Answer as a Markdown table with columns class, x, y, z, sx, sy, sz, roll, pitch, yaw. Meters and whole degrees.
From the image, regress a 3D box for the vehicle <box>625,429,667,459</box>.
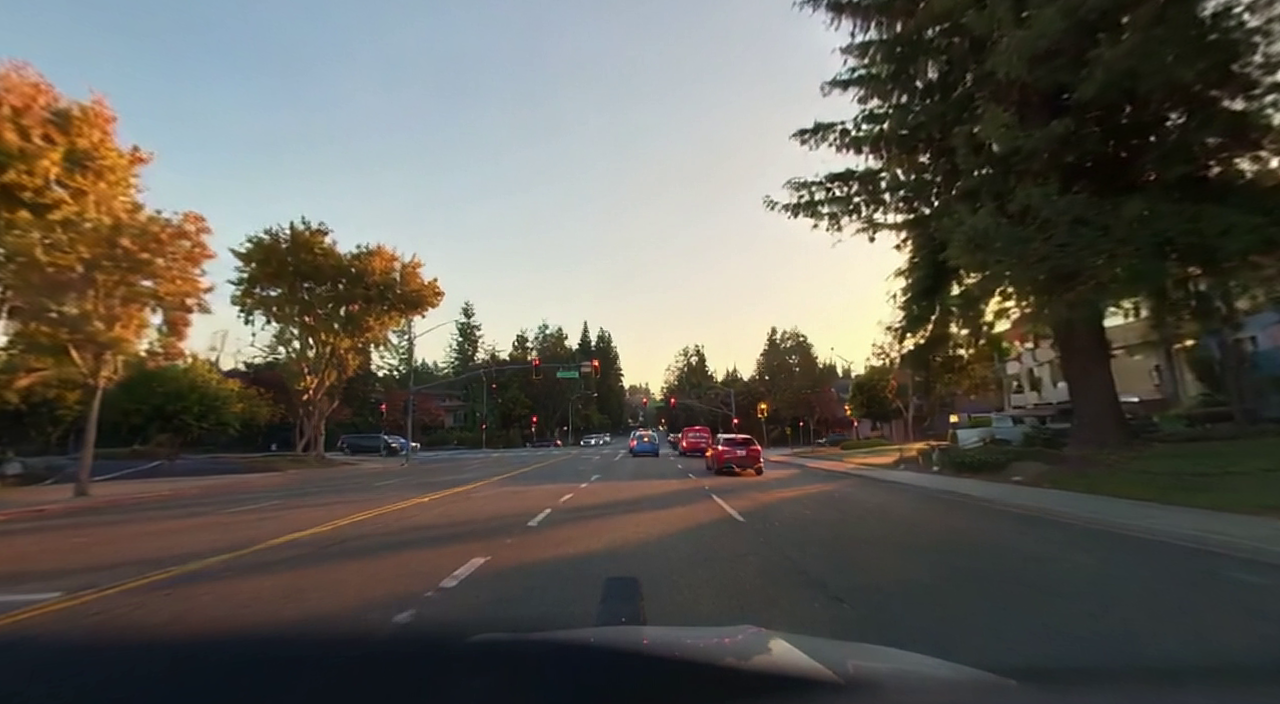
| class | x | y | z | sx | sy | sz | roll | pitch | yaw |
| --- | --- | --- | --- | --- | --- | --- | --- | --- | --- |
| vehicle | 0.366 | 5.440 | 37.052 | 2.321 | 1.624 | 4.367 | 0 | -8 | 1 |

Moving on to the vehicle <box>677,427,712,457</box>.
| class | x | y | z | sx | sy | sz | roll | pitch | yaw |
| --- | --- | --- | --- | --- | --- | --- | --- | --- | --- |
| vehicle | 3.623 | 6.102 | 42.623 | 2.059 | 1.924 | 4.257 | 0 | -8 | 0 |

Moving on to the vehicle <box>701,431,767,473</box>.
| class | x | y | z | sx | sy | sz | roll | pitch | yaw |
| --- | --- | --- | --- | --- | --- | --- | --- | --- | --- |
| vehicle | 3.683 | 4.012 | 25.326 | 1.934 | 1.506 | 4.544 | 0 | -8 | -1 |
